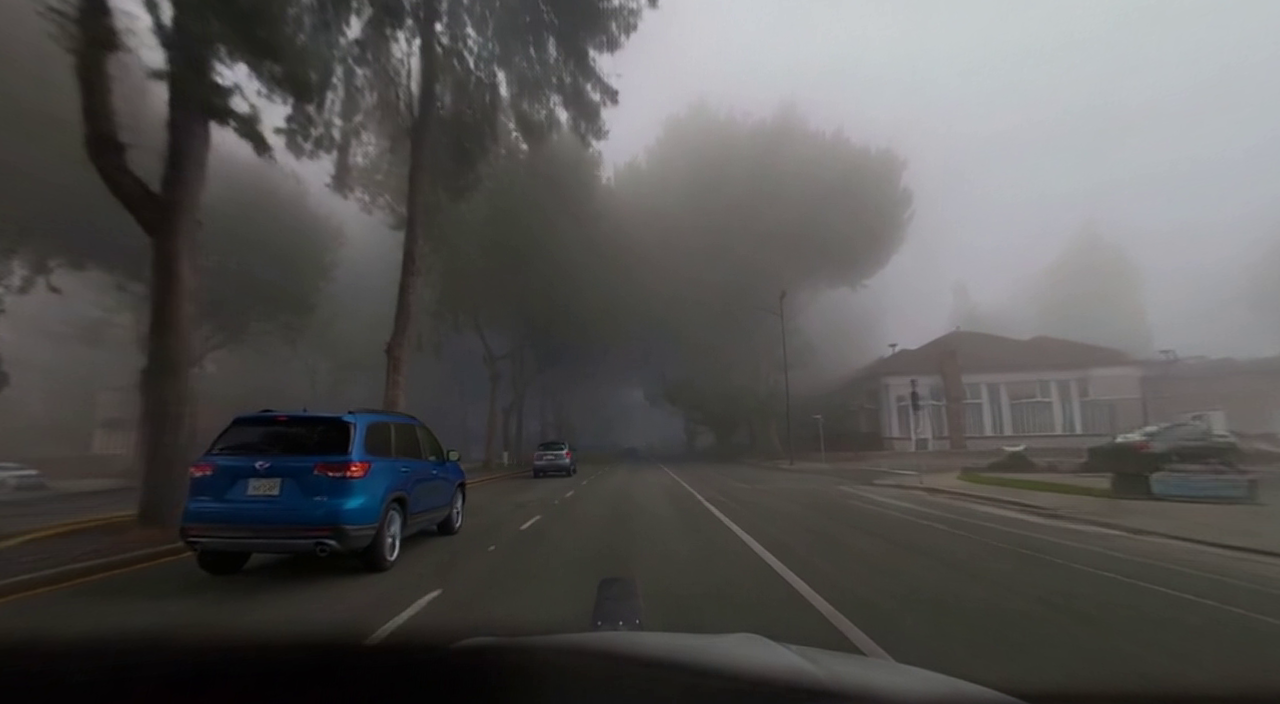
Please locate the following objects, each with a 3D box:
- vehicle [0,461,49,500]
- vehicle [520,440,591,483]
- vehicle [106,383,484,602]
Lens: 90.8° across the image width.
[{"bbox_3d":[-32.038,6.487,32.093,4.602,1.721,2.167,-7,-11,39],"label":"vehicle"},{"bbox_3d":[-3.130,4.178,24.426,2.069,1.470,4.601,0,-8,0],"label":"vehicle"},{"bbox_3d":[-3.428,1.497,7.539,2.042,1.817,4.364,0,-8,0],"label":"vehicle"}]
